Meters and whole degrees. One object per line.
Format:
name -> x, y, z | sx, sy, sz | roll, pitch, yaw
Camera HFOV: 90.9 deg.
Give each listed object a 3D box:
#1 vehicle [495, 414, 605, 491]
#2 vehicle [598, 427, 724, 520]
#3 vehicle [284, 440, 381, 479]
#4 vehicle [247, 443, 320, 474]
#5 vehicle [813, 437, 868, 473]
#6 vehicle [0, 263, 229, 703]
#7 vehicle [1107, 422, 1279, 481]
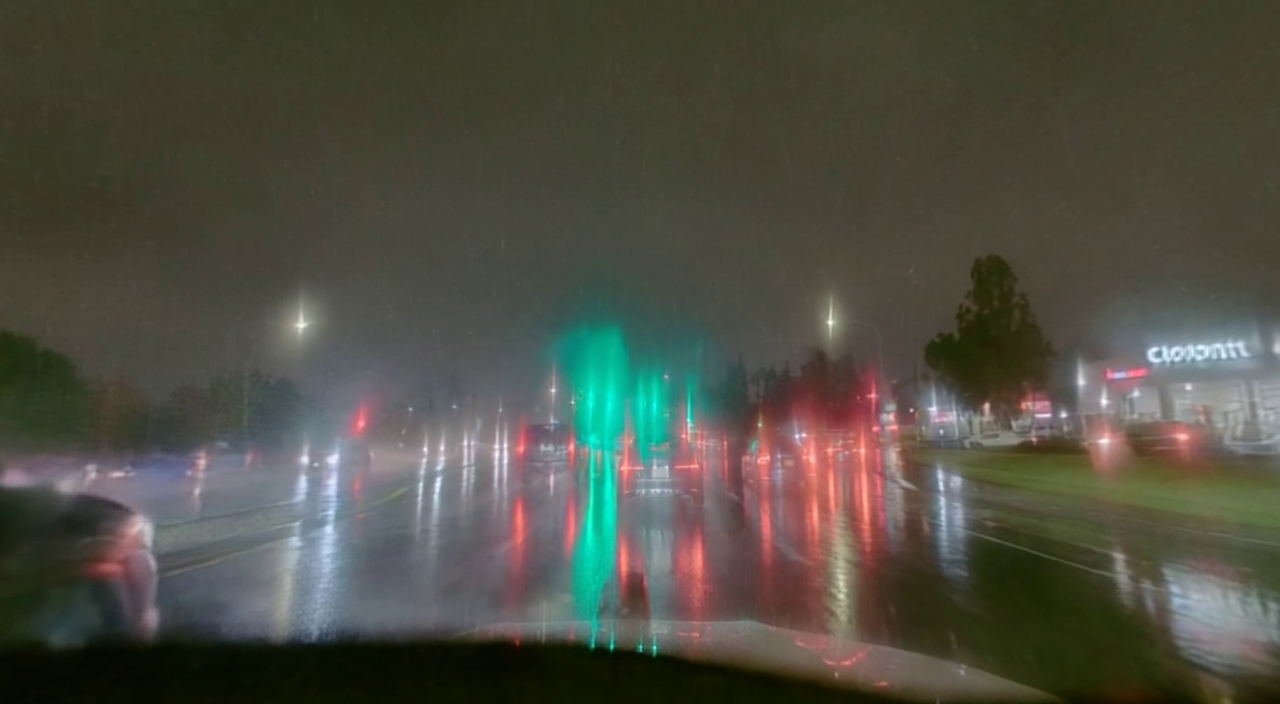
vehicle -> -2.444, 2.953, 18.727 | 2.289, 1.935, 5.227 | -1, -8, 2
vehicle -> 0.324, 2.295, 12.432 | 2.061, 1.494, 4.079 | 0, -8, 0
vehicle -> -12.501, 4.390, 25.957 | 2.011, 1.456, 4.143 | 0, -8, -2
vehicle -> -21.181, 6.326, 37.654 | 1.923, 1.703, 4.520 | 0, -8, -3
vehicle -> 9.042, 4.661, 28.703 | 1.900, 1.507, 4.151 | -2, -8, 11
vehicle -> -3.074, 0.442, 0.556 | 2.124, 1.829, 4.799 | 0, -8, 1
vehicle -> 15.598, 2.667, 17.039 | 4.436, 1.466, 1.875 | 0, -8, -2
